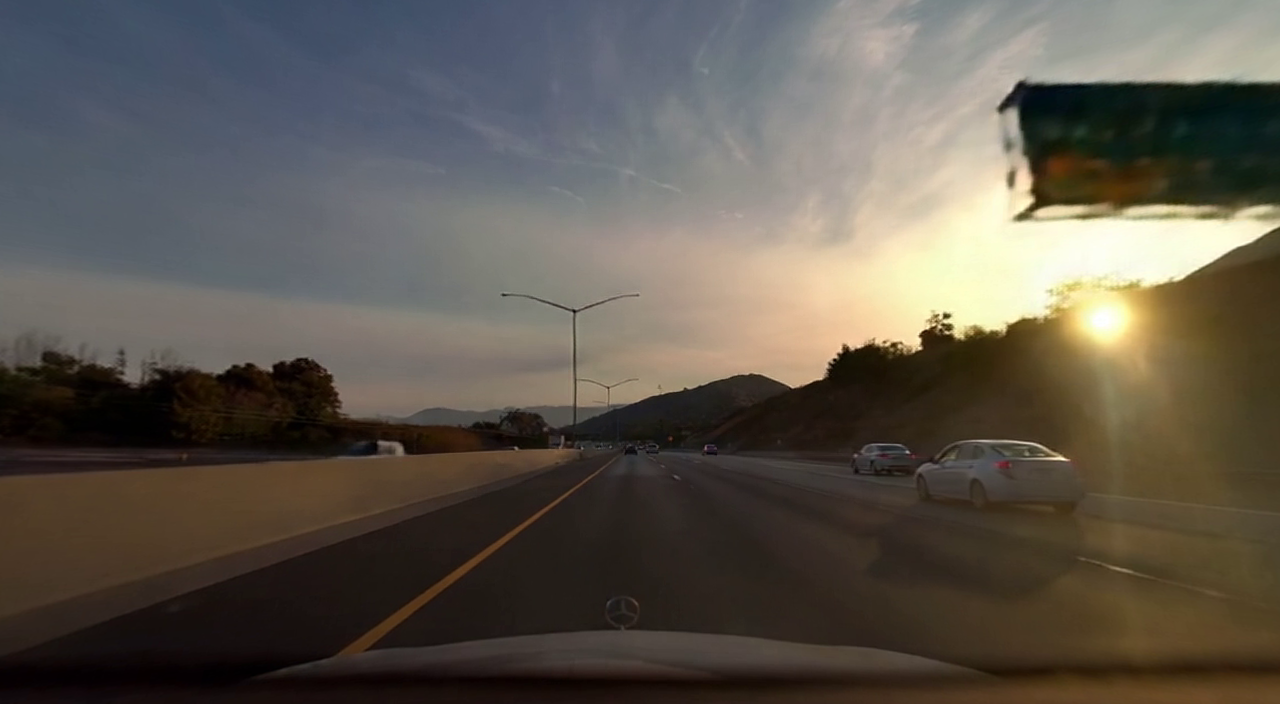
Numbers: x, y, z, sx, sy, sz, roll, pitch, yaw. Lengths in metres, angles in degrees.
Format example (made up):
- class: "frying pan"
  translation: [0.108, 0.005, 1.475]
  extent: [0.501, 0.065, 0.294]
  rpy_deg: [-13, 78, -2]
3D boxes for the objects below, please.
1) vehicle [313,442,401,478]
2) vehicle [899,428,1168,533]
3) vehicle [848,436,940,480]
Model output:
- class: "vehicle"
  translation: [-13.395, 5.116, 30.232]
  extent: [1.949, 1.585, 4.819]
  rpy_deg: [0, -8, 0]
- class: "vehicle"
  translation: [6.875, 2.274, 11.858]
  extent: [1.901, 1.548, 4.684]
  rpy_deg: [0, -9, -2]
- class: "vehicle"
  translation: [10.753, 4.510, 27.130]
  extent: [2.068, 1.680, 4.361]
  rpy_deg: [-1, -8, 0]
